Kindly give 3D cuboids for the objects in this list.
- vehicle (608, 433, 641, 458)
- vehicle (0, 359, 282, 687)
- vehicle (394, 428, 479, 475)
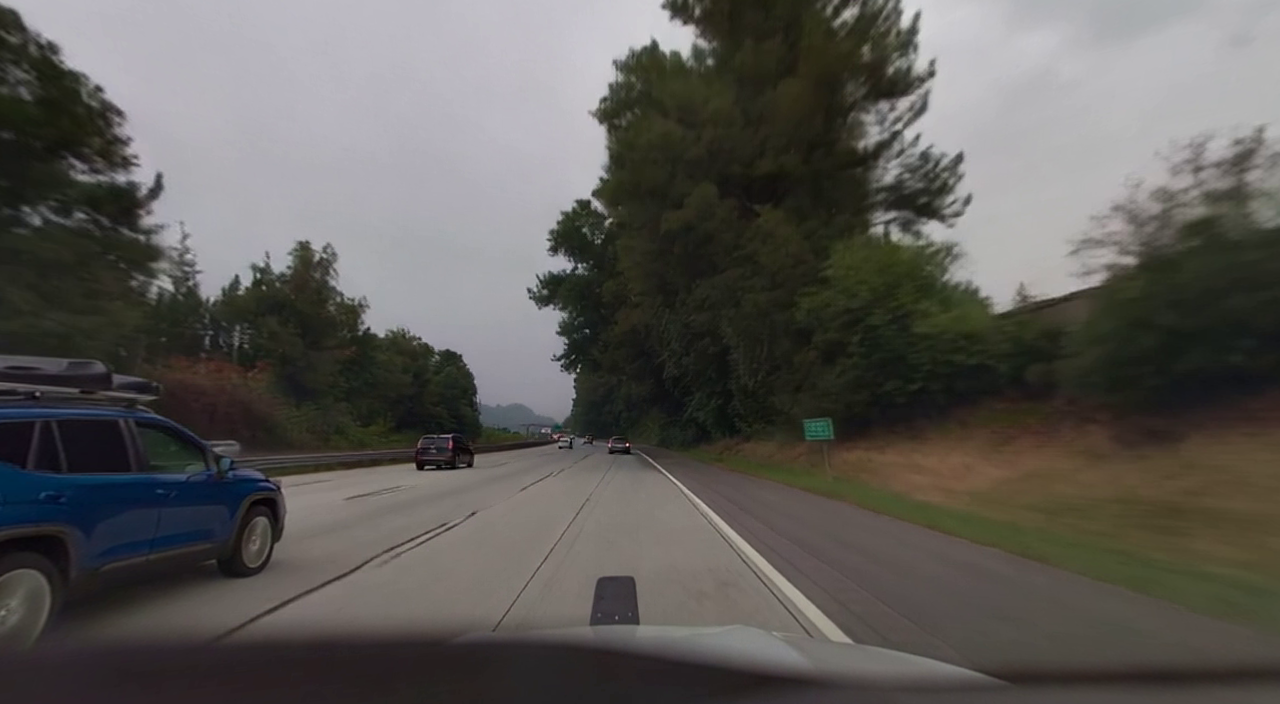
[{"bbox_3d":[-1.064,6.543,44.295,2.178,1.658,3.916,0,-8,-1],"label":"vehicle"},{"bbox_3d":[-4.482,0.964,3.721,2.069,1.748,4.652,0,-8,-1],"label":"vehicle"},{"bbox_3d":[-8.155,4.018,25.703,1.964,1.745,4.338,0,-8,0],"label":"vehicle"}]
